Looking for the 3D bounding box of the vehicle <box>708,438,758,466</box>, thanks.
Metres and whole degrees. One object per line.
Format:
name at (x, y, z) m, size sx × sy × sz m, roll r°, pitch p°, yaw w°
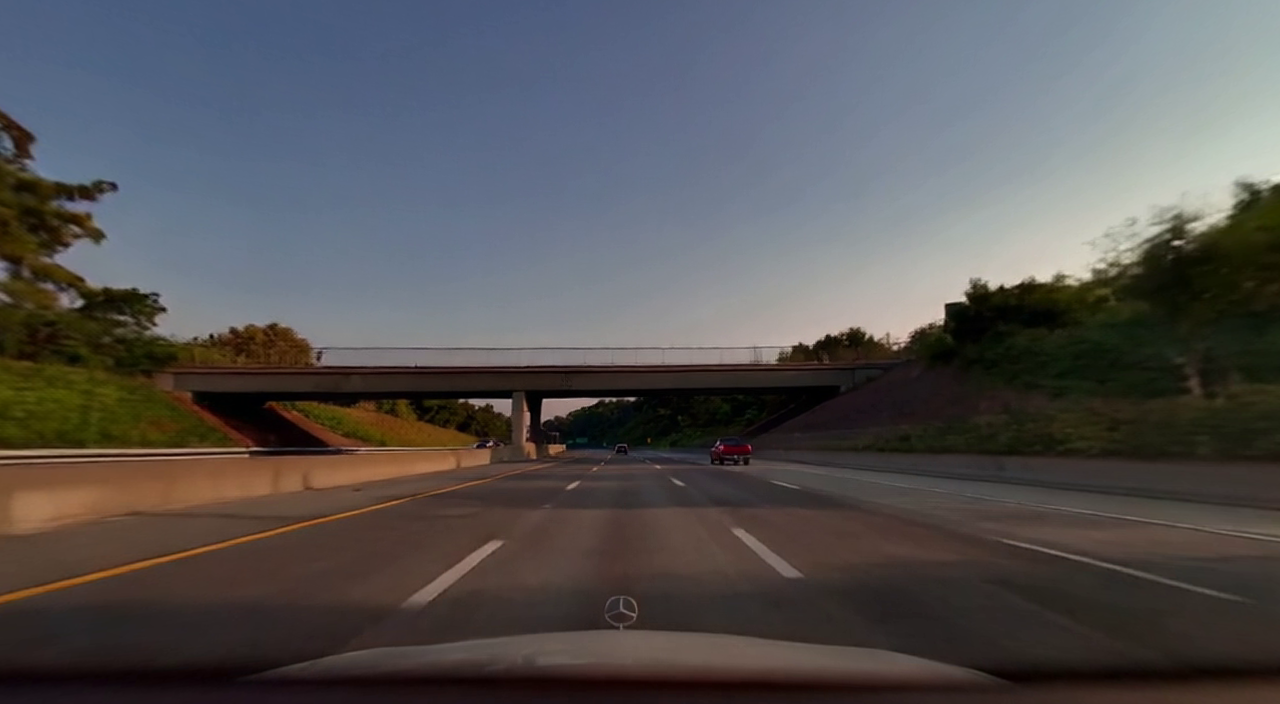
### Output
vehicle at (6.507, 7.072, 44.830) m, size 2.395 × 1.819 × 6.086 m, roll 0°, pitch -8°, yaw -2°
